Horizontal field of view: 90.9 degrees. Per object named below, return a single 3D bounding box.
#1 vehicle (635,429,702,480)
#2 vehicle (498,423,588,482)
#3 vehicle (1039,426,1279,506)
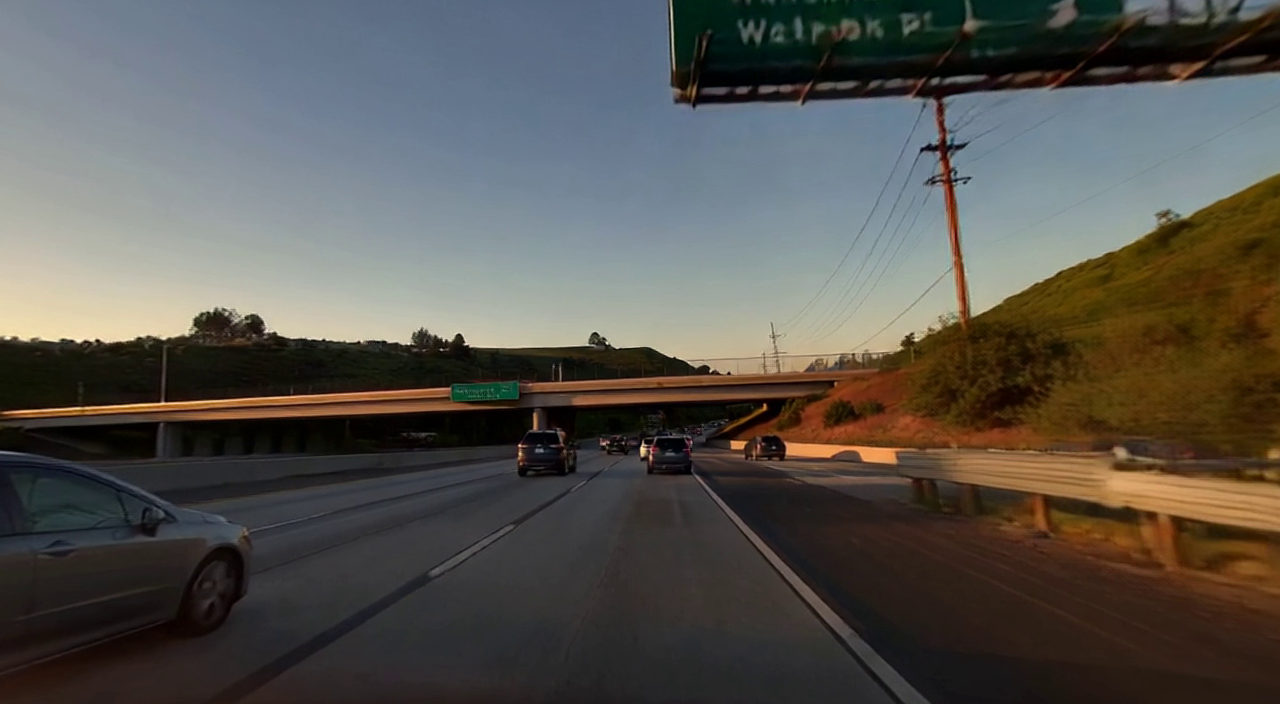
[{"bbox_3d":[0.932,3.677,22.797,2.193,1.651,3.946,0,-8,0],"label":"vehicle"},{"bbox_3d":[-3.278,3.538,22.412,2.228,1.845,4.847,-1,-8,2],"label":"vehicle"},{"bbox_3d":[14.545,3.188,18.120,2.059,1.938,4.793,3,-9,-20],"label":"vehicle"}]
